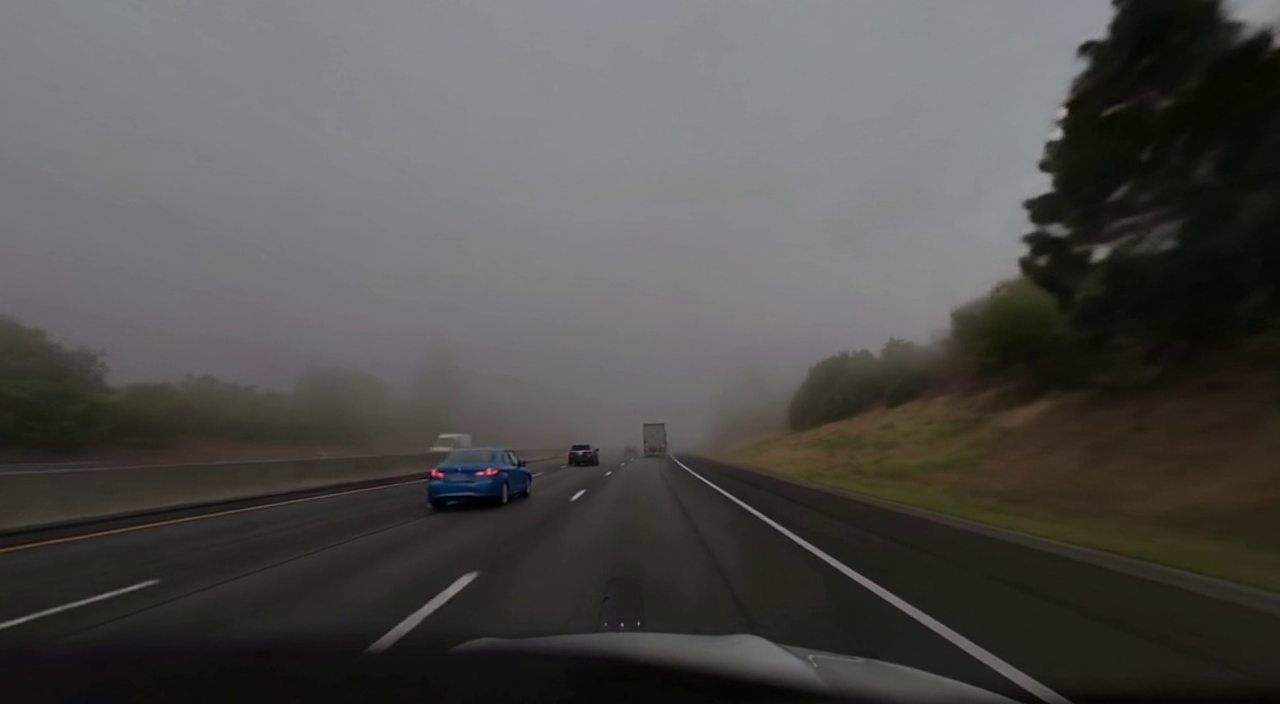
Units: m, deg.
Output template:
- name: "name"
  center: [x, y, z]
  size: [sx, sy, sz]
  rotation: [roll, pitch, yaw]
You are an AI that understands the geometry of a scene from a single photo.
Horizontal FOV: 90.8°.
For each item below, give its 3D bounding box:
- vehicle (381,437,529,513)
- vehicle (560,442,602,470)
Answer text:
- name: "vehicle"
  center: [-4.007, 2.743, 14.571]
  size: [2.078, 1.469, 4.371]
  rotation: [0, -9, 0]
- name: "vehicle"
  center: [-3.294, 5.895, 35.798]
  size: [1.943, 1.460, 3.961]
  rotation: [-1, -9, 1]
